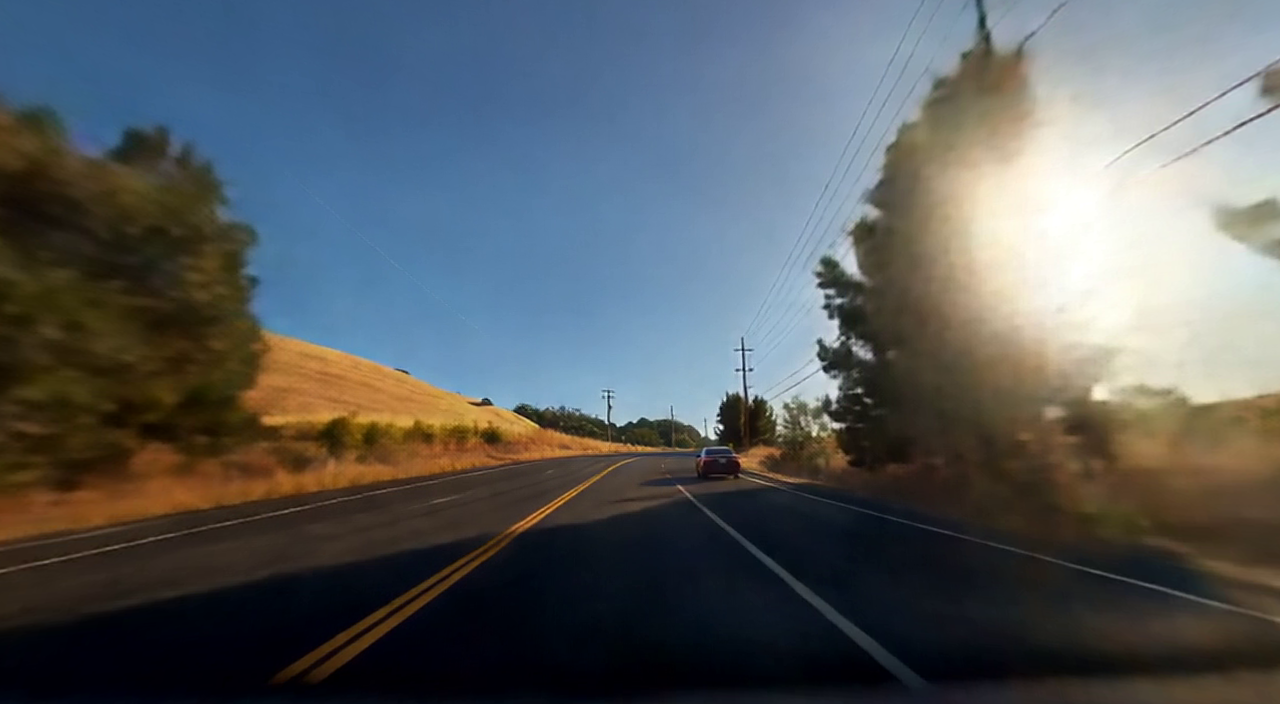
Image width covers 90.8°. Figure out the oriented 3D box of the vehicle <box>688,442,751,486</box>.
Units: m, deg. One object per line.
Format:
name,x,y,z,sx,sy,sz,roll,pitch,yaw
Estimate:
vehicle,3.324,4.770,27.206,2.135,1.692,4.185,0,-9,0
